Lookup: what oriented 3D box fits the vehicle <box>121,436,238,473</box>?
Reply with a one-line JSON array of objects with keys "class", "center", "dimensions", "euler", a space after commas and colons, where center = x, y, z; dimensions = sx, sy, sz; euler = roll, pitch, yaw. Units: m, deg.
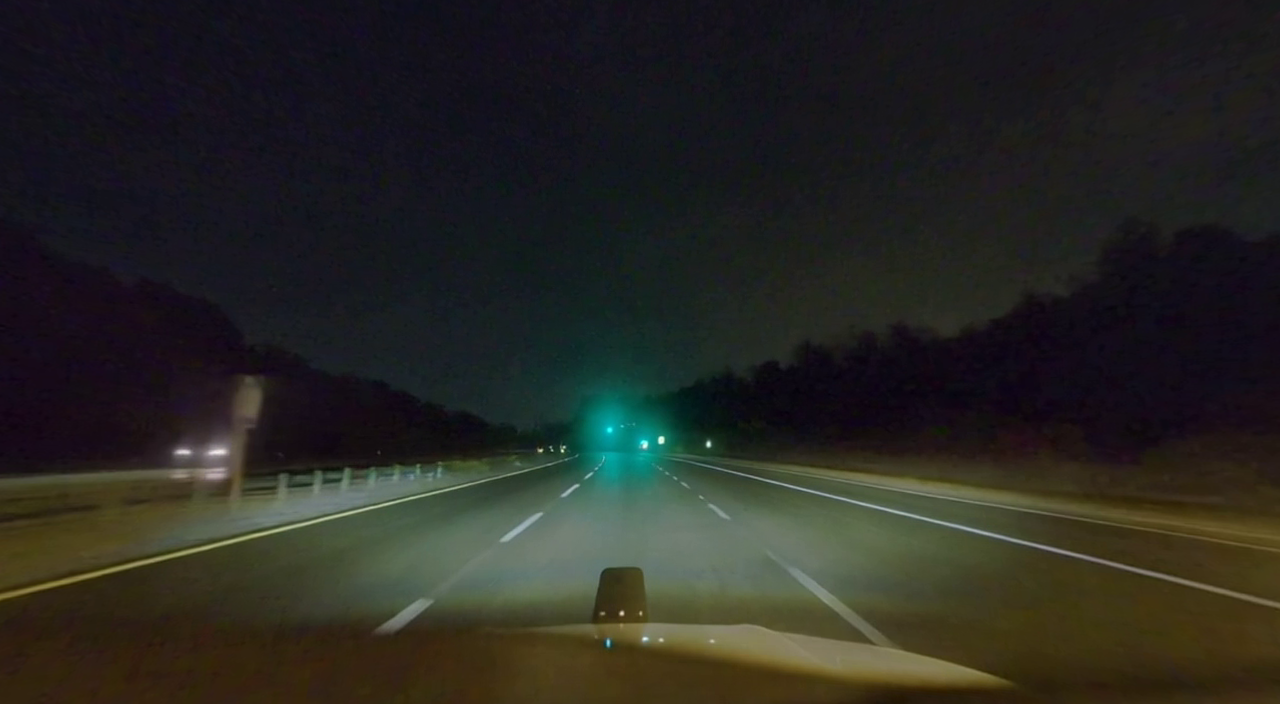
[{"class": "vehicle", "center": [-20.387, 4.562, 28.085], "dimensions": [1.874, 1.478, 4.507], "euler": [0, -8, -1]}]
